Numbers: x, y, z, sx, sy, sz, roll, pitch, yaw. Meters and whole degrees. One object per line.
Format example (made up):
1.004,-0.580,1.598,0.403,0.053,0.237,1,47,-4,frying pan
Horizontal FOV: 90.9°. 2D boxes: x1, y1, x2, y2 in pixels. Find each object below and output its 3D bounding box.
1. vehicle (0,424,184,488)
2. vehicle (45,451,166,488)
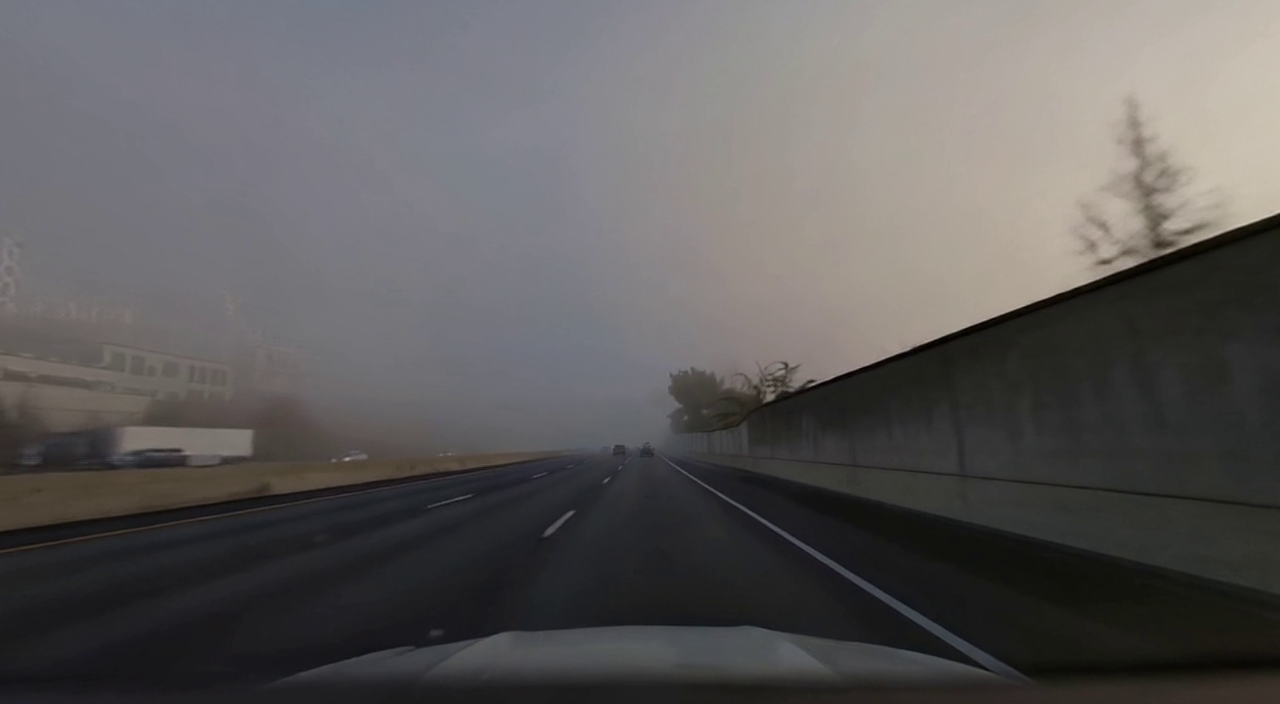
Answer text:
-35.985,6.816,42.030,2.927,3.688,10.875,0,-8,1,vehicle
-28.247,6.171,33.606,1.998,1.732,4.972,0,-8,1,vehicle
